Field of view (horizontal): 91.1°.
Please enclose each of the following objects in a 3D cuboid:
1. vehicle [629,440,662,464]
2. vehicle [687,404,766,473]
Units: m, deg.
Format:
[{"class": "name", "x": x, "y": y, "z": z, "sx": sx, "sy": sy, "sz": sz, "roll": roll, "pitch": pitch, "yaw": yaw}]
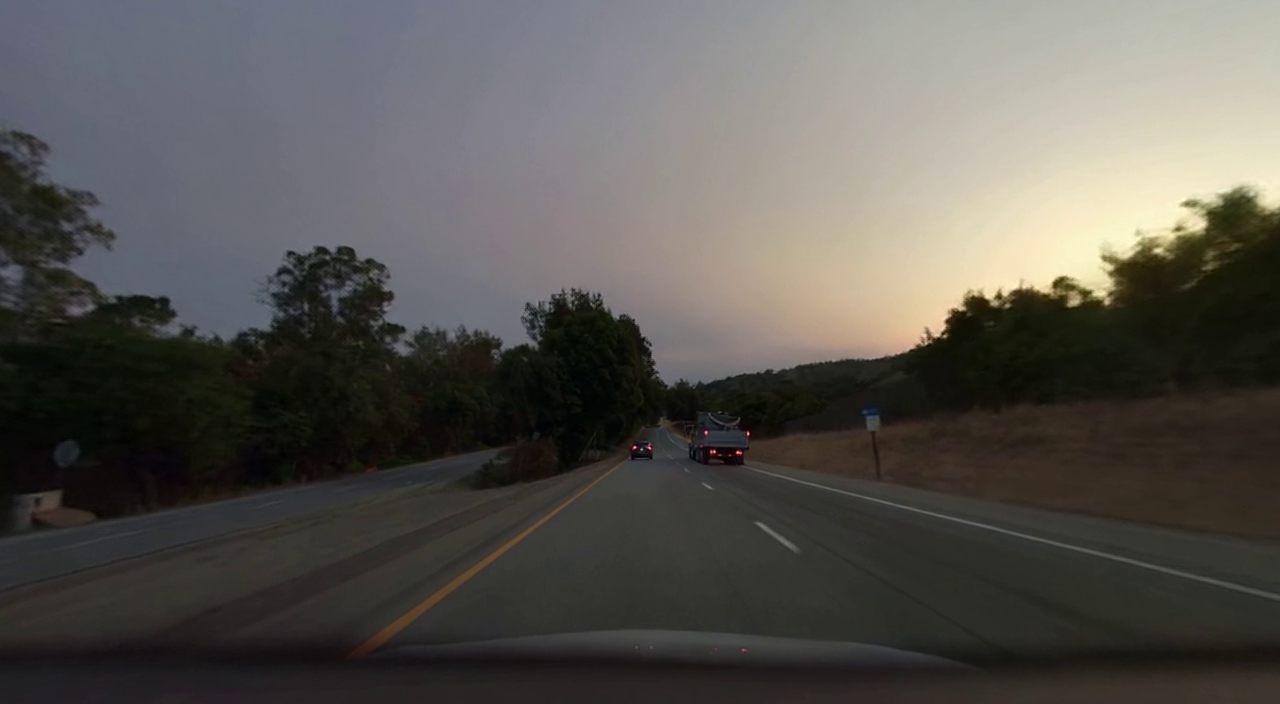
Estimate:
[{"class": "vehicle", "x": 0.369, "y": 6.953, "z": 43.579, "sx": 2.170, "sy": 1.544, "sz": 4.373, "roll": 0, "pitch": -9, "yaw": 0}, {"class": "vehicle", "x": 4.375, "y": 4.703, "z": 33.670, "sx": 3.015, "sy": 3.211, "sz": 7.982, "roll": 1, "pitch": -9, "yaw": -1}]
